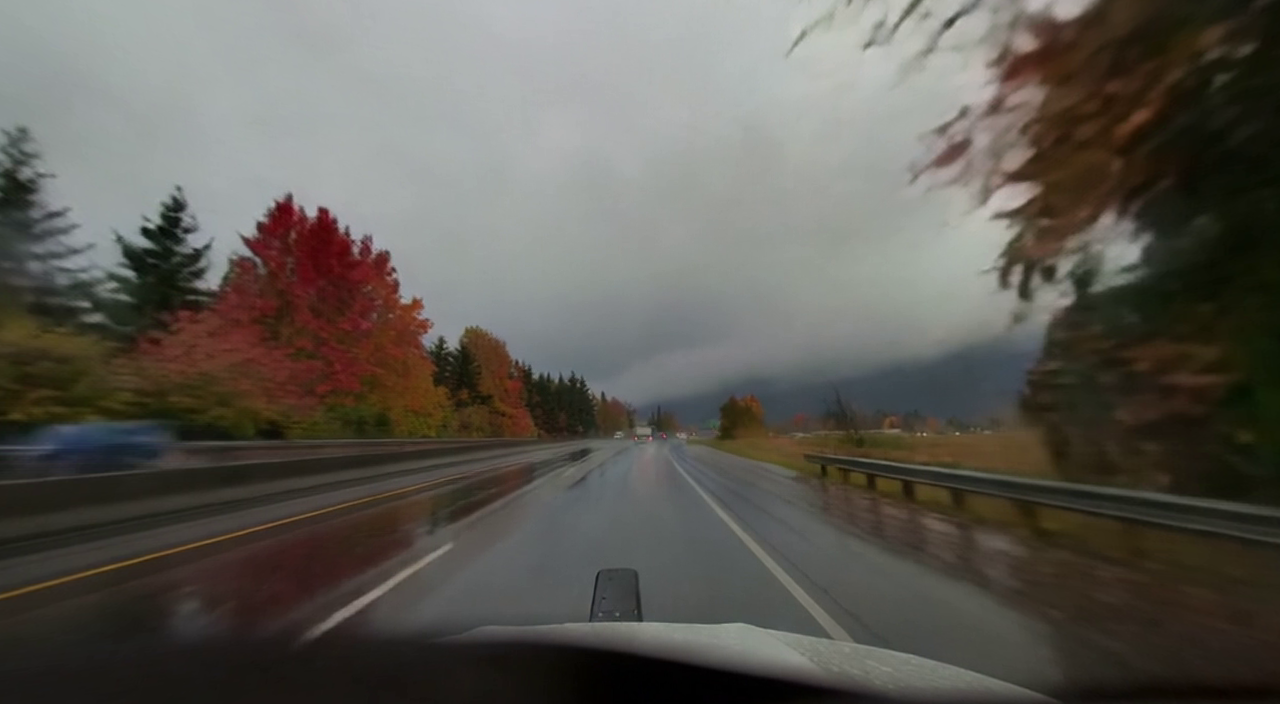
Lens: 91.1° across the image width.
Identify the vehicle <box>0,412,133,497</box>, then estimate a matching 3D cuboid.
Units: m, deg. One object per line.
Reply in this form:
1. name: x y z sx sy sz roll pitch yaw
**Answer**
1. vehicle: -14.608 2.318 14.429 1.987 1.808 4.699 0 -8 0
